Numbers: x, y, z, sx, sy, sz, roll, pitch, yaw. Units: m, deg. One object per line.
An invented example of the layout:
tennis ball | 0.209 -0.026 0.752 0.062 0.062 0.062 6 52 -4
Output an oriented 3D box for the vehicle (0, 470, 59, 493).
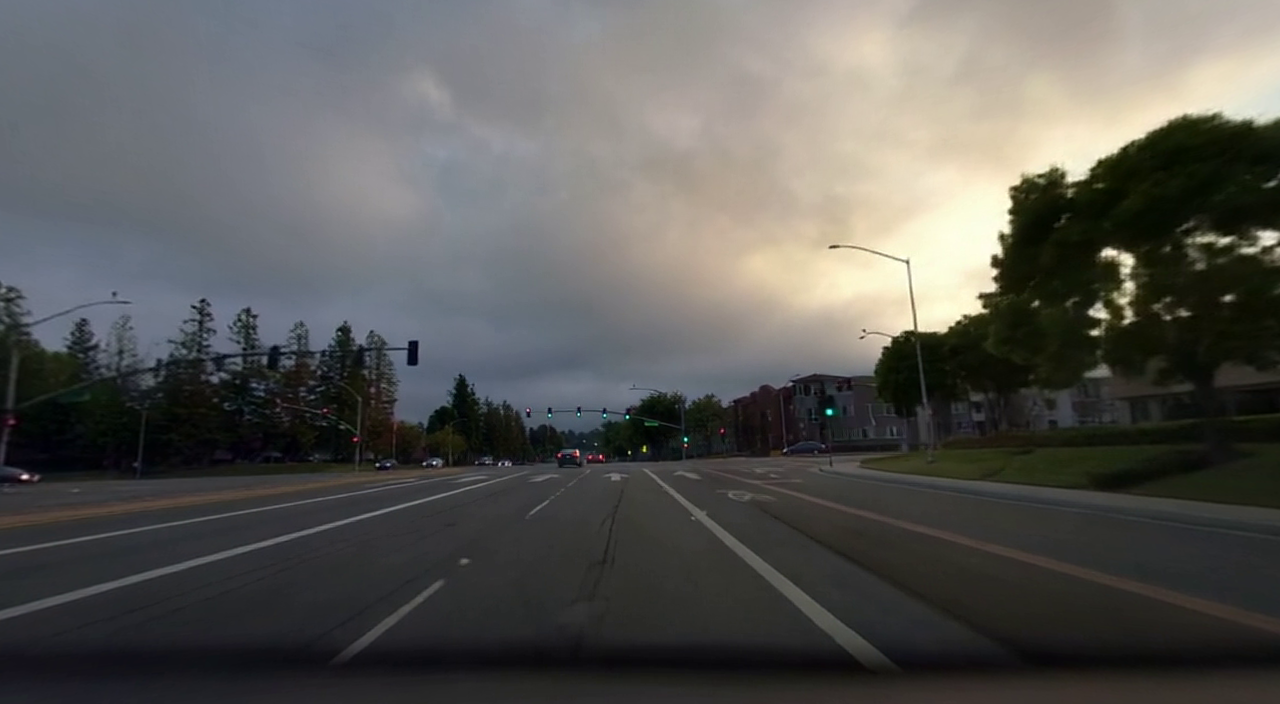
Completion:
vehicle | -48.601 10.051 49.078 4.801 1.625 2.063 0 -8 -1

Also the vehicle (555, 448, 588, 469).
vehicle | -5.018 7.912 46.974 2.073 1.445 4.151 0 -8 -2
